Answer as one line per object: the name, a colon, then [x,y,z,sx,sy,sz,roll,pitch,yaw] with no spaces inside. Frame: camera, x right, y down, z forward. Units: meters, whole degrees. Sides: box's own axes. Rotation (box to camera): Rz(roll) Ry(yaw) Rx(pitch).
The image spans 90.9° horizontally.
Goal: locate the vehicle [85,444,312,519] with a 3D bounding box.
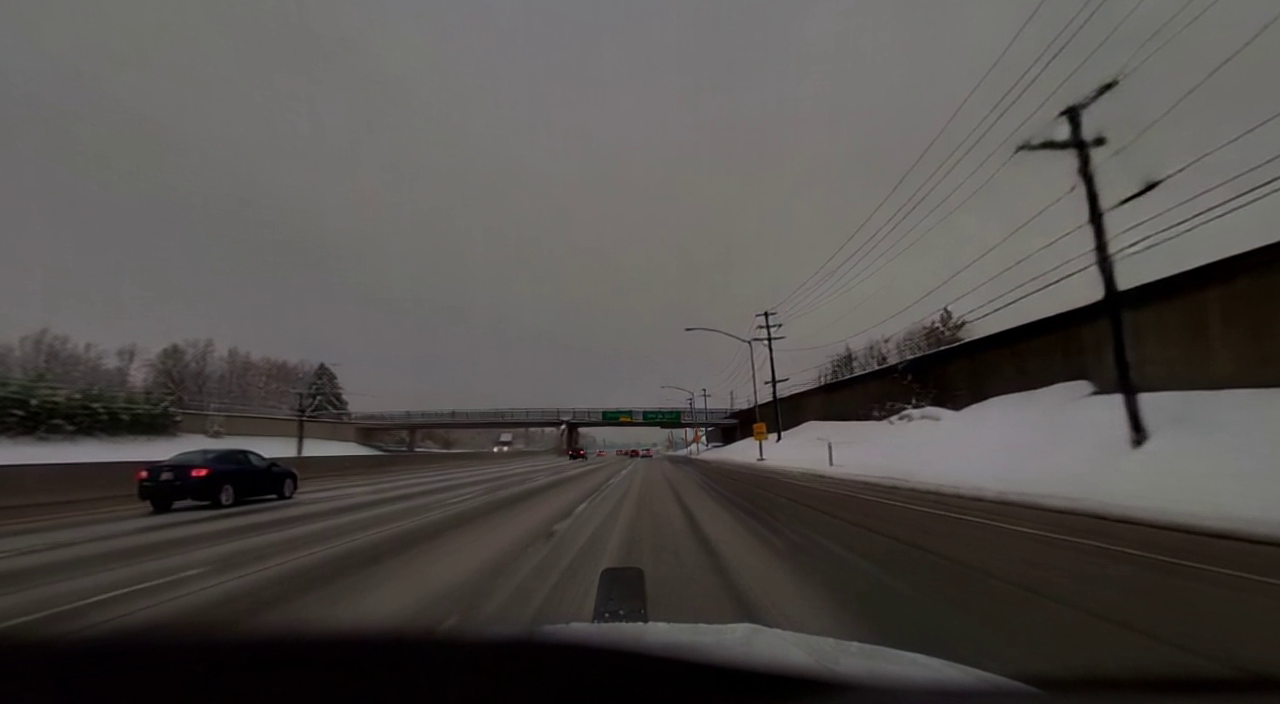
vehicle: [-10.078,2.931,14.990,2.056,1.476,4.562,-1,-8,1]
